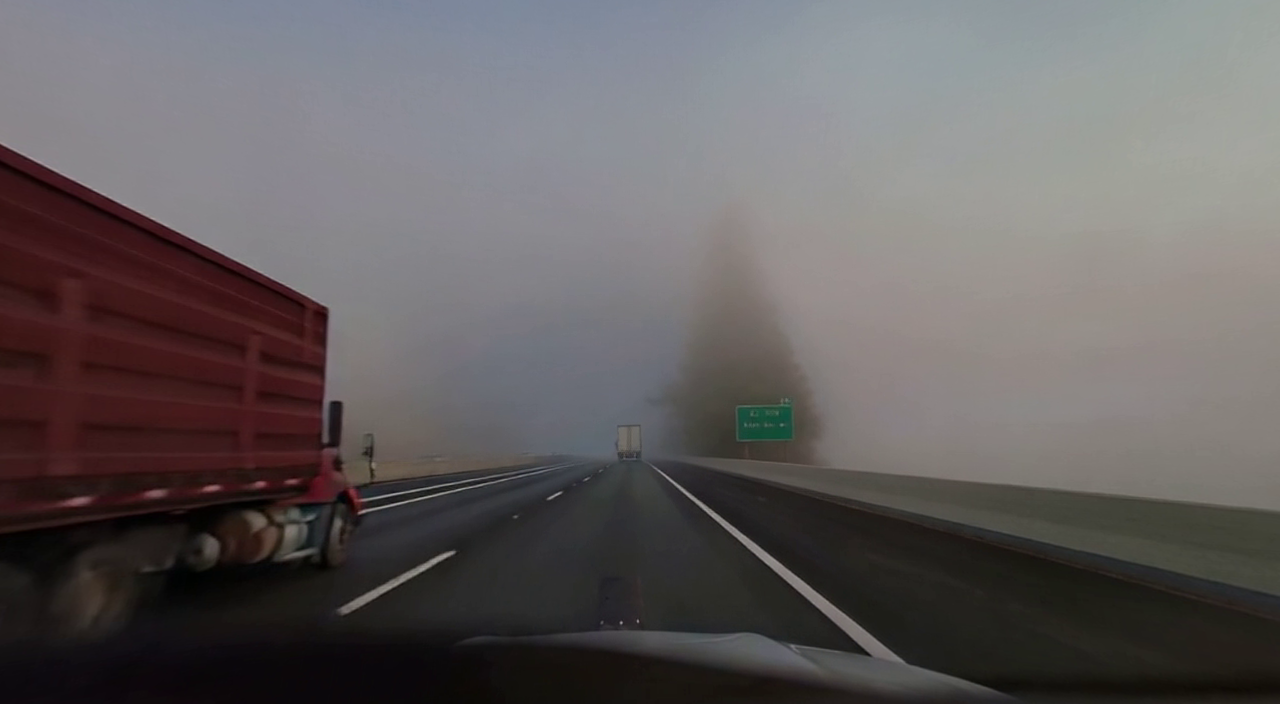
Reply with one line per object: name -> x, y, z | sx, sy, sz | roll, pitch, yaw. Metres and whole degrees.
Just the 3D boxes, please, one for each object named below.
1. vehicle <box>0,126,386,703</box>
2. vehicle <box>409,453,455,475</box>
vehicle -> -4.295, 0.539, 4.399 | 2.368, 2.813, 6.329 | 0, -9, 0
vehicle -> -14.227, 7.666, 43.408 | 1.753, 1.440, 4.034 | 0, -9, 0
